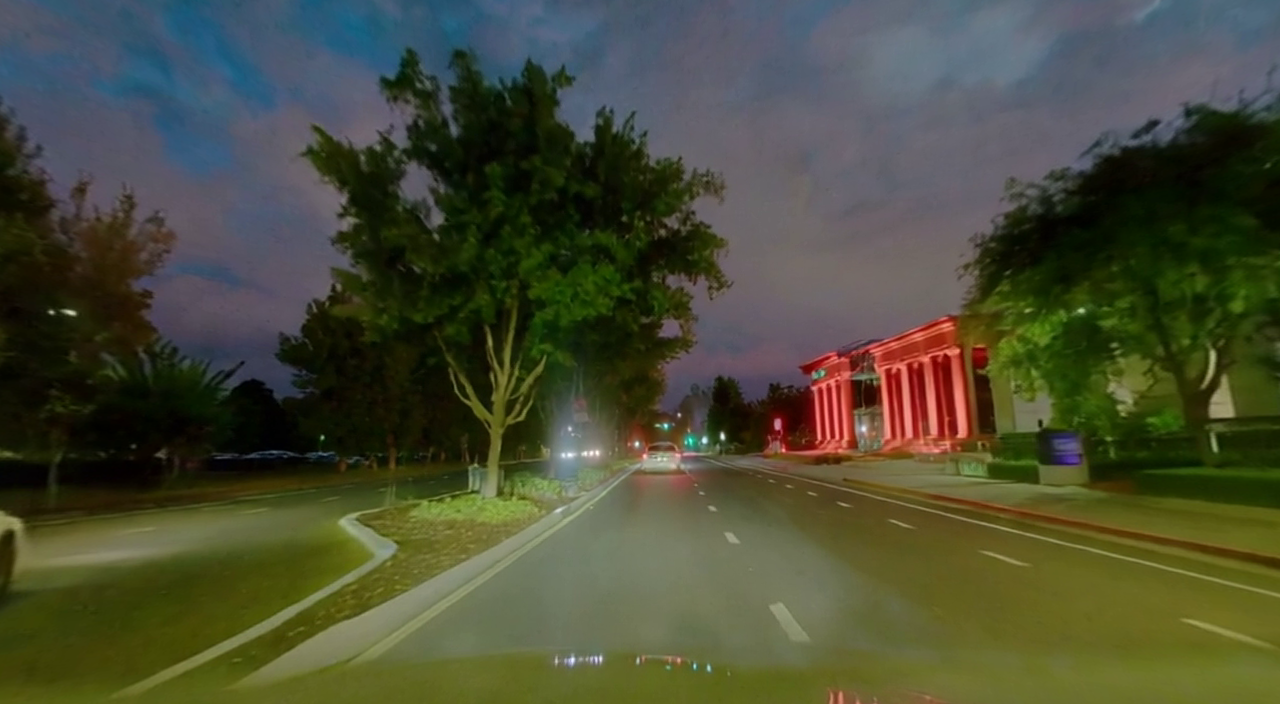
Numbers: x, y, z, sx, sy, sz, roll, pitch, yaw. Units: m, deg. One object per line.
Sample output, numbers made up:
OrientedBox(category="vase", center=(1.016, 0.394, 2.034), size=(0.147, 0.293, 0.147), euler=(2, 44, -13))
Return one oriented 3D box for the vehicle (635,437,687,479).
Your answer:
OrientedBox(category="vehicle", center=(0.930, 4.680, 28.170), size=(2.123, 1.703, 4.292), euler=(-1, -8, 2))
